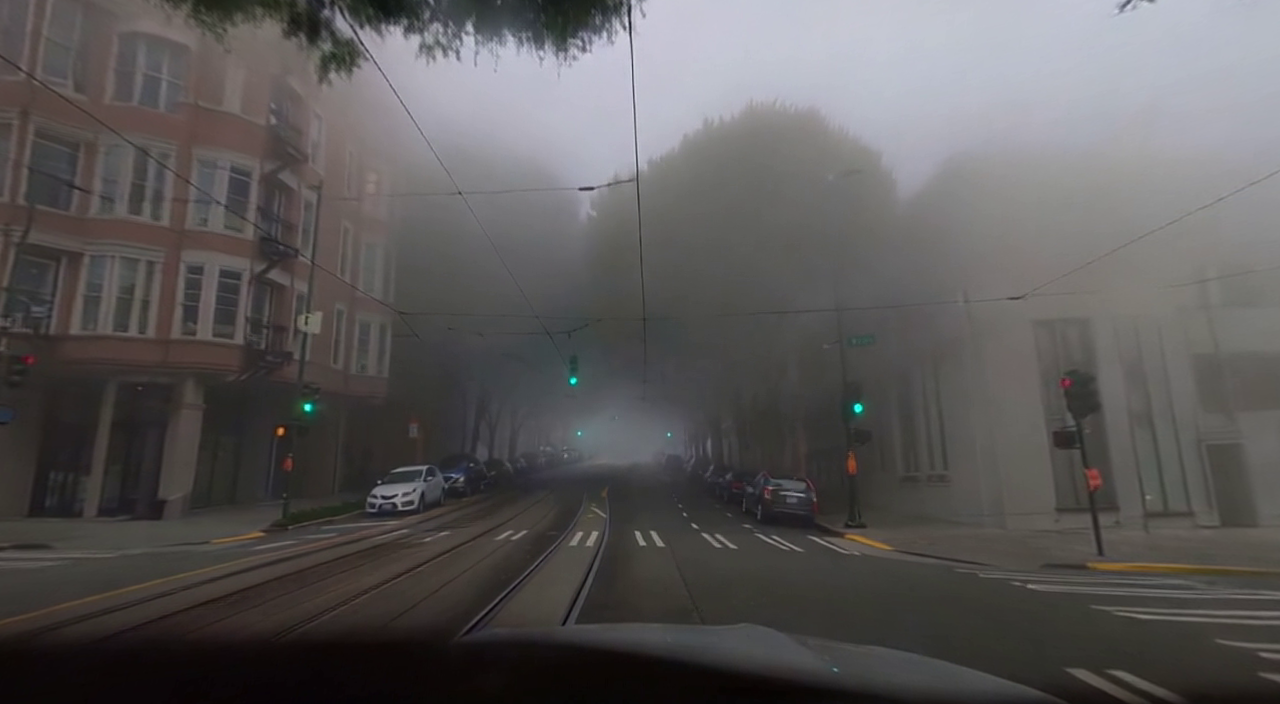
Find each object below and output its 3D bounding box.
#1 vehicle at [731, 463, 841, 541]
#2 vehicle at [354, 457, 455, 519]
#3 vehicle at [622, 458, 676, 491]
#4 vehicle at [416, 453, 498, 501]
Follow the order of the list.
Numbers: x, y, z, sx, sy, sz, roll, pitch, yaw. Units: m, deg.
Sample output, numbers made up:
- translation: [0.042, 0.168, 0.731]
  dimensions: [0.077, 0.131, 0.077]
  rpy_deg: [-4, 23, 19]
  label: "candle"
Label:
- translation: [3.844, 4.019, 17.482]
  dimensions: [1.929, 1.723, 4.134]
  rpy_deg: [0, -8, -2]
  label: "vehicle"
- translation: [-7.421, 4.463, 20.335]
  dimensions: [1.779, 1.588, 3.953]
  rpy_deg: [2, -17, -2]
  label: "vehicle"
- translation: [0.410, 6.427, 33.444]
  dimensions: [1.984, 1.571, 3.404]
  rpy_deg: [2, -9, -15]
  label: "vehicle"
- translation: [-7.420, 5.223, 26.117]
  dimensions: [1.861, 1.751, 4.550]
  rpy_deg: [1, -13, 2]
  label: "vehicle"
